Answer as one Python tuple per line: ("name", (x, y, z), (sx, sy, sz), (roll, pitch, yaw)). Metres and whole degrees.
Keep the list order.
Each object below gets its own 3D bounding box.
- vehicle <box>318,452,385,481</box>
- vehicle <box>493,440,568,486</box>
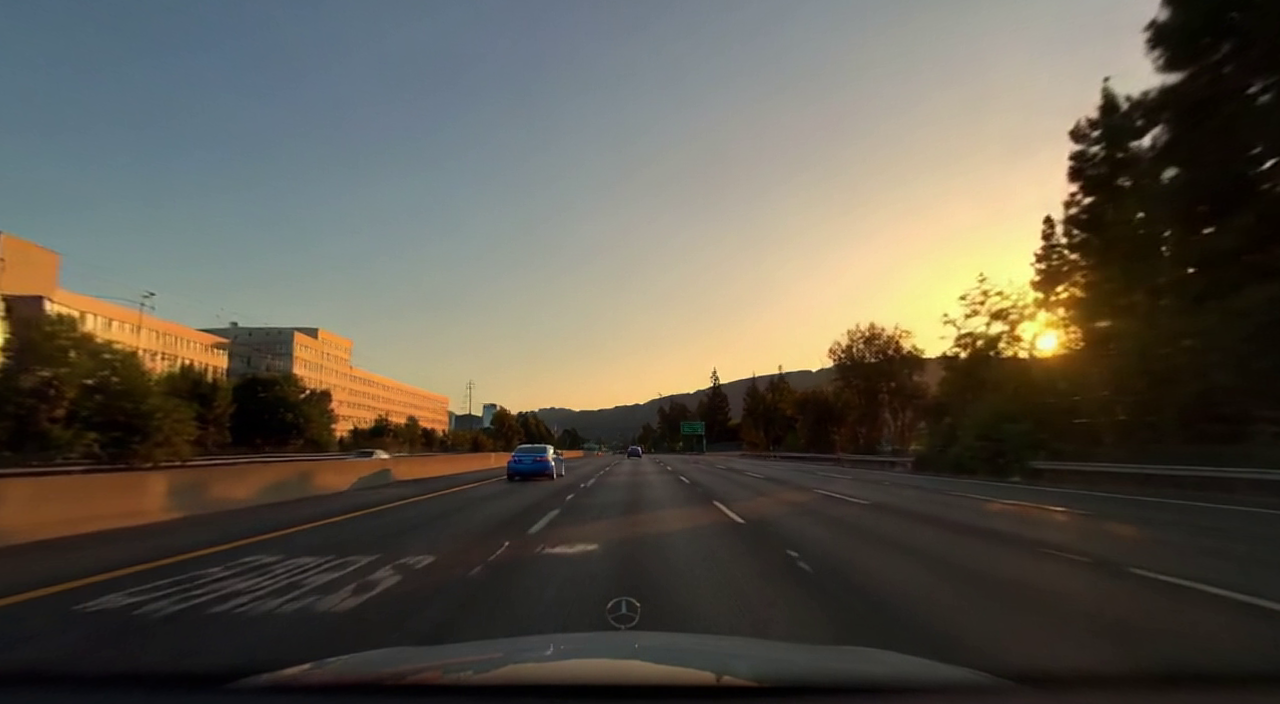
("vehicle", (-16.946, 6.715, 37.313), (1.907, 1.498, 4.348), (0, -8, 0))
("vehicle", (-3.873, 4.011, 23.131), (1.900, 1.492, 4.495), (0, -8, 0))
